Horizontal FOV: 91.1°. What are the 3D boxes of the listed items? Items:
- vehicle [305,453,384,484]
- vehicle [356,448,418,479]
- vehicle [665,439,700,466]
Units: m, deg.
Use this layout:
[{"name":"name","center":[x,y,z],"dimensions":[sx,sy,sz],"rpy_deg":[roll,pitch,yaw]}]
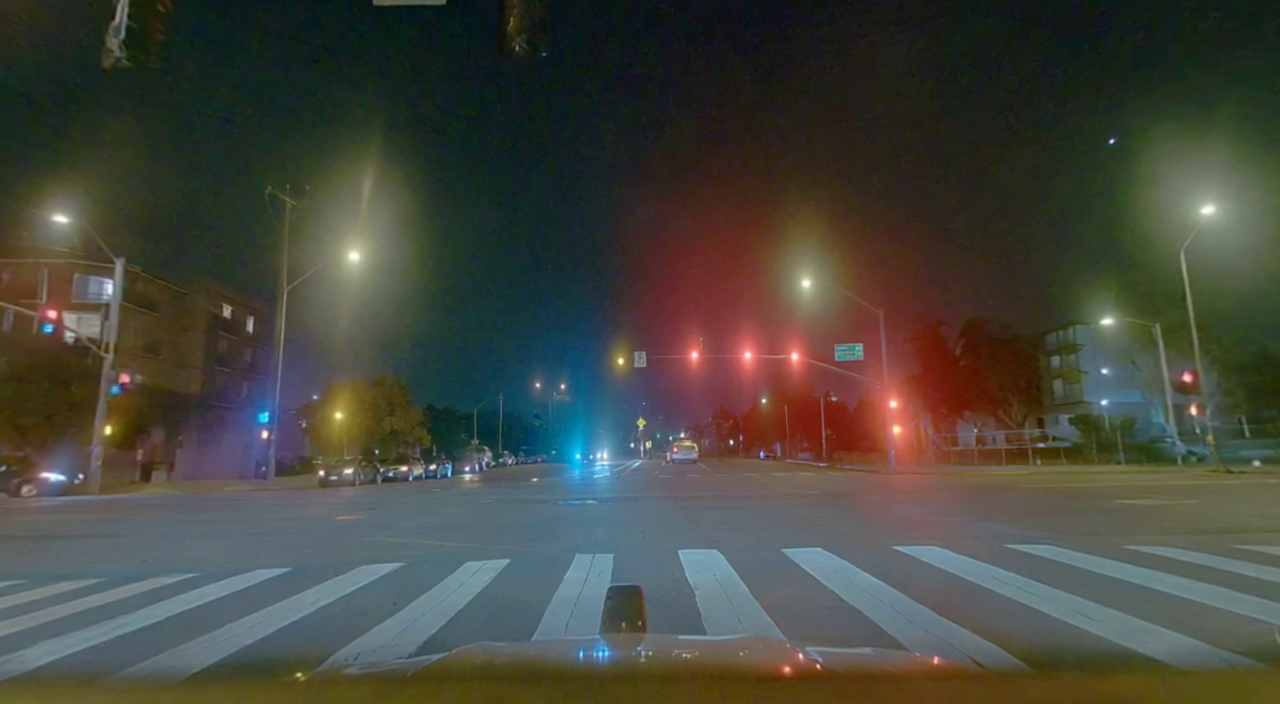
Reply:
[{"name":"vehicle","center":[-16.092,6.364,34.494],"dimensions":[2.055,1.506,4.663],"rpy_deg":[0,-9,-1]},{"name":"vehicle","center":[-16.183,7.107,40.444],"dimensions":[1.960,1.819,5.018],"rpy_deg":[0,-9,-1]},{"name":"vehicle","center":[3.143,7.573,47.315],"dimensions":[2.258,1.888,4.793],"rpy_deg":[0,-9,0]}]
